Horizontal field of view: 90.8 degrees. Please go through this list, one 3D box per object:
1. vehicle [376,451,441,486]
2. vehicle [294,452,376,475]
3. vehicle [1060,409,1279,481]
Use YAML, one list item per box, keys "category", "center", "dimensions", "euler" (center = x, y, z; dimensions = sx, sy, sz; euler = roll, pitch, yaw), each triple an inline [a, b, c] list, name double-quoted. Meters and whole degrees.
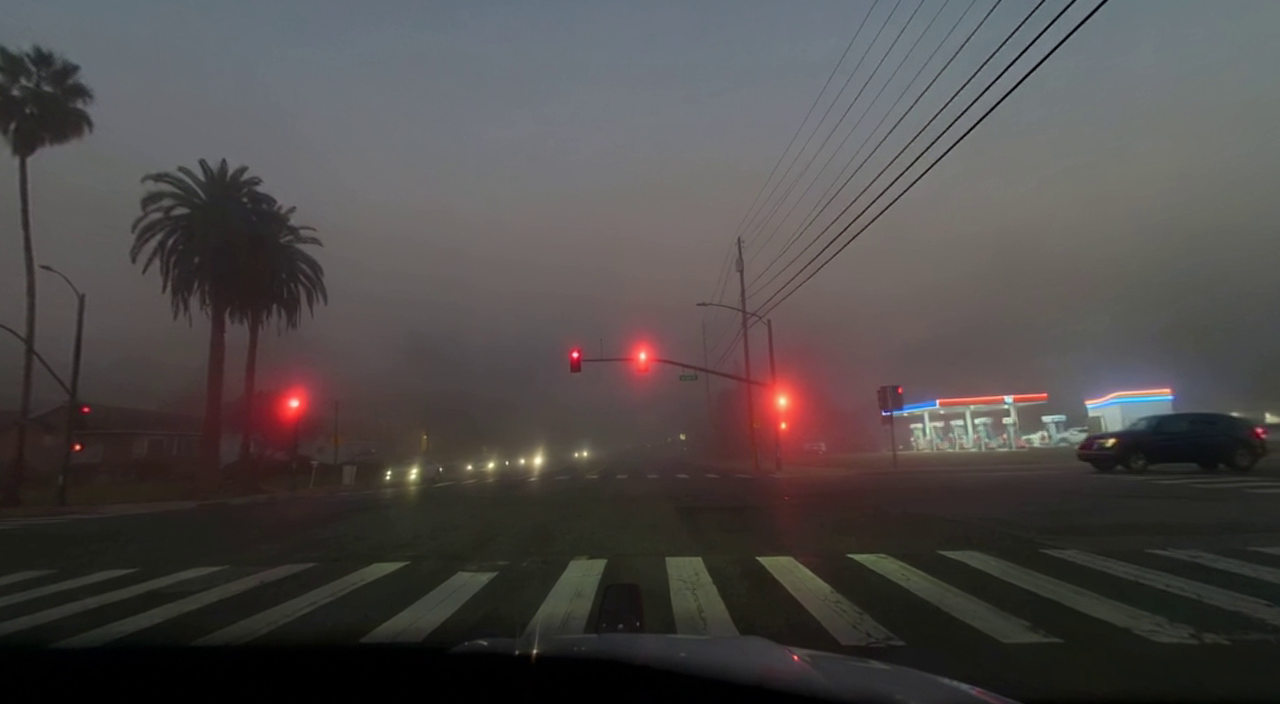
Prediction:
- category: "vehicle"
  center: [-13.055, 6.556, 35.949]
  dimensions: [2.009, 1.777, 4.559]
  euler: [0, -9, -1]
- category: "vehicle"
  center: [-20.958, 7.680, 43.516]
  dimensions: [4.672, 1.469, 1.816]
  euler: [-1, -9, -2]
- category: "vehicle"
  center: [14.701, 2.527, 17.229]
  dimensions: [5.086, 1.817, 1.952]
  euler: [0, -9, -3]
